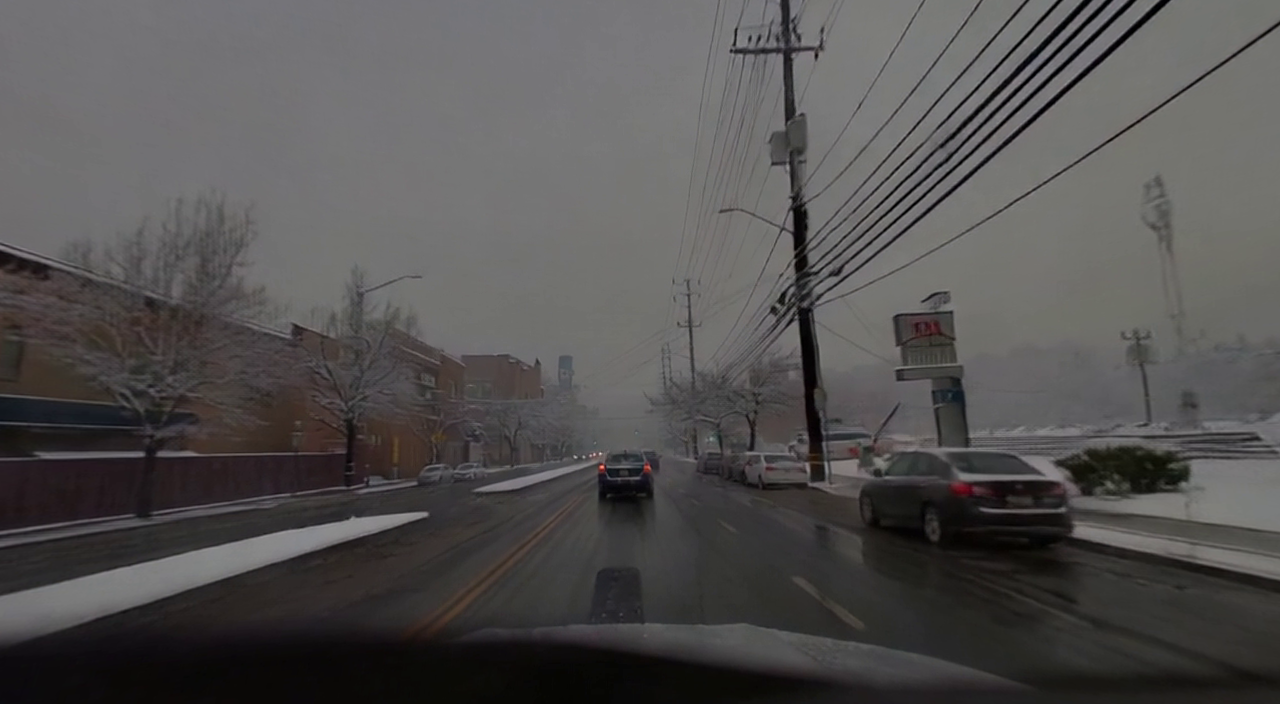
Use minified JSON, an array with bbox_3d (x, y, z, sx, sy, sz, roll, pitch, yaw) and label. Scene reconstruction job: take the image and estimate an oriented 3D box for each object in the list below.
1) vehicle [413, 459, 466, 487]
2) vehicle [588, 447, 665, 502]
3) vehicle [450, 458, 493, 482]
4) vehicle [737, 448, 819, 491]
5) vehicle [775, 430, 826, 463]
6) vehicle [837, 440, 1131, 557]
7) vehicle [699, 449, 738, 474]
[{"bbox_3d":[-11.800,7.127,37.481,1.828,1.457,4.371,0,-9,-2],"label":"vehicle"},{"bbox_3d":[-0.354,3.688,19.457,2.116,1.479,3.980,0,-9,0],"label":"vehicle"},{"bbox_3d":[-11.534,8.111,43.601,1.817,1.480,4.282,0,-9,0],"label":"vehicle"},{"bbox_3d":[5.115,4.403,24.103,1.987,1.459,4.677,0,-9,-1],"label":"vehicle"},{"bbox_3d":[11.309,6.710,44.980,2.329,2.145,5.841,1,-8,2],"label":"vehicle"},{"bbox_3d":[5.203,2.256,10.626,2.108,1.471,4.948,0,-9,-1],"label":"vehicle"},{"bbox_3d":[5.179,7.309,42.465,1.937,1.523,4.541,0,-9,-1],"label":"vehicle"}]
